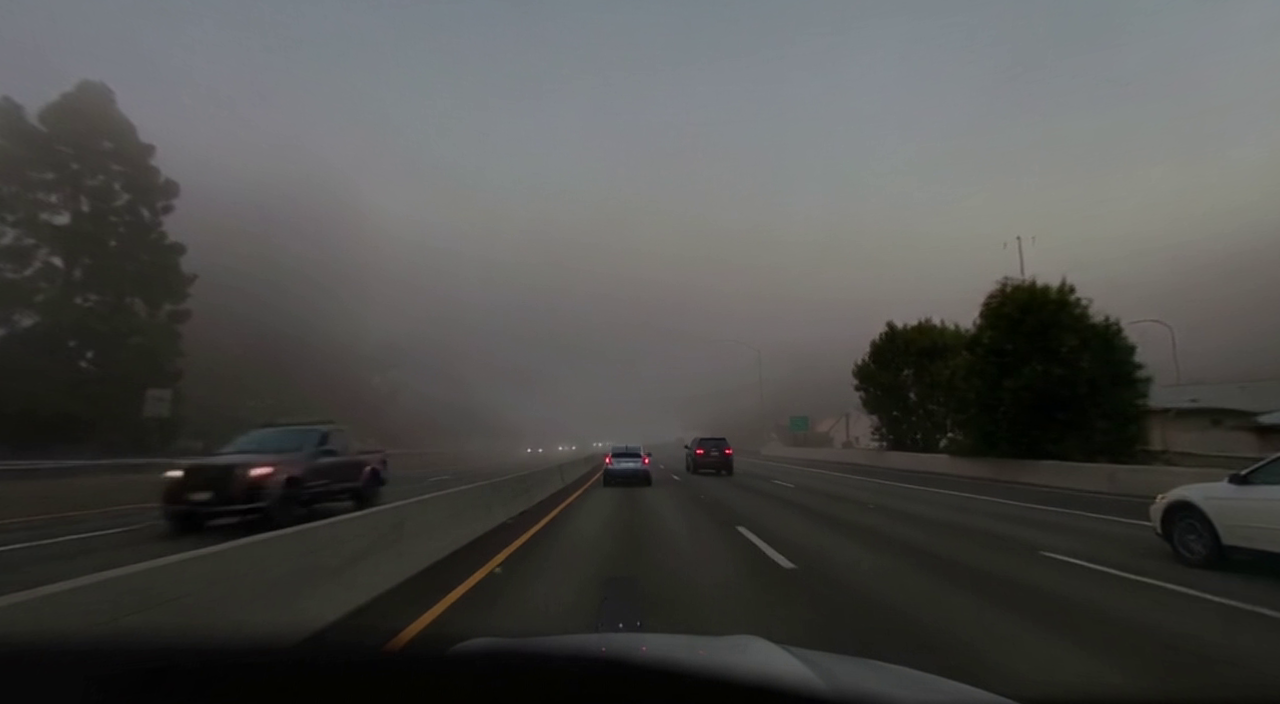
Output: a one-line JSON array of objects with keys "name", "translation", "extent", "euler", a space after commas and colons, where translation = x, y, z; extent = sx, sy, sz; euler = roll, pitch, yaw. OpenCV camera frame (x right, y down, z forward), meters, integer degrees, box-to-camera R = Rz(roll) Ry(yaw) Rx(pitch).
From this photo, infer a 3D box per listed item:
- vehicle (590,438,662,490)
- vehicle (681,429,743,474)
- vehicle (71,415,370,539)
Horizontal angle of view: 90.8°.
[{"name": "vehicle", "translation": [-0.383, 3.464, 19.826], "extent": [2.040, 1.451, 3.736], "euler": [0, -8, 0]}, {"name": "vehicle", "translation": [3.196, 4.524, 28.875], "extent": [2.186, 1.842, 4.553], "euler": [0, -8, -1]}, {"name": "vehicle", "translation": [-7.325, 2.226, 11.962], "extent": [2.205, 1.832, 5.001], "euler": [0, -8, 0]}]
